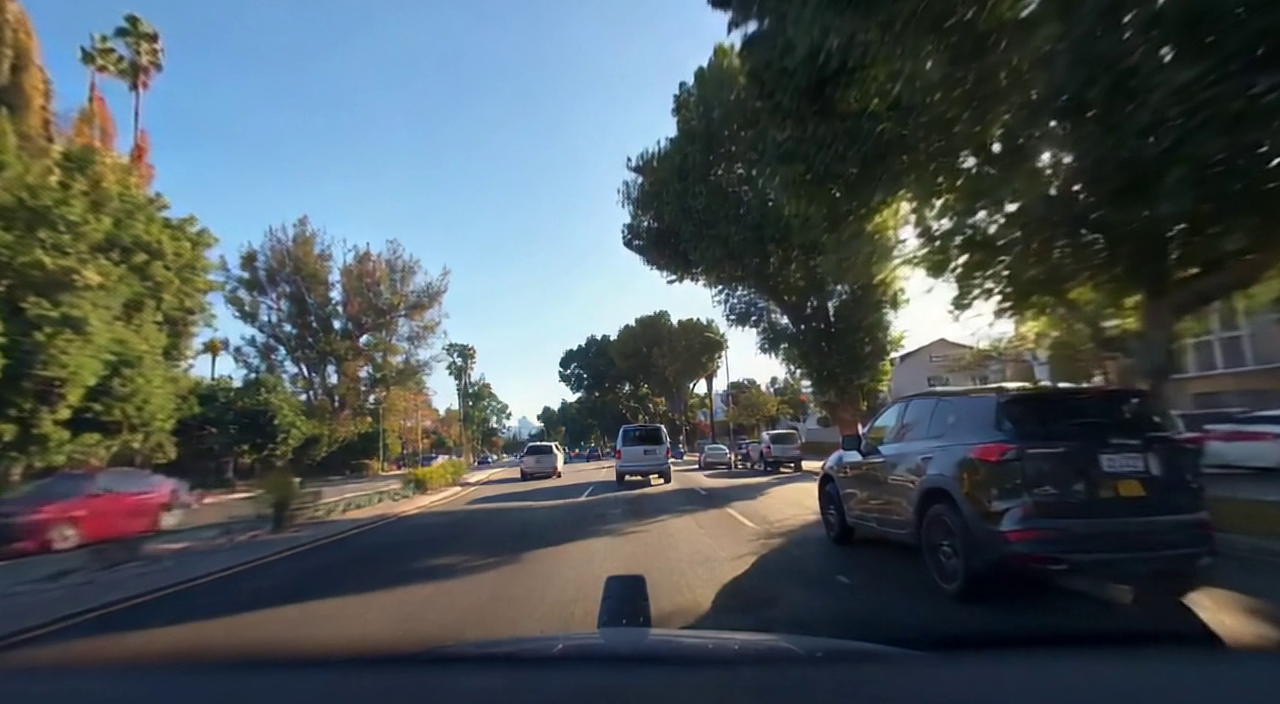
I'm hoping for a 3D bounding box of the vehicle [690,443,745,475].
[{"bbox_3d":[3.669,5.176,30.617,2.178,1.411,4.732,-1,-9,1],"label":"vehicle"}]

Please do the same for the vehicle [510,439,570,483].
[{"bbox_3d":[-4.211,4.677,27.168,2.235,1.682,4.662,0,-9,-5],"label":"vehicle"}]

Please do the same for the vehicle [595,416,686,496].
[{"bbox_3d":[-0.192,3.330,20.409,2.507,2.161,6.049,0,-9,-4],"label":"vehicle"}]

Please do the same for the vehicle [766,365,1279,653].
[{"bbox_3d":[3.463,1.464,7.215,2.576,1.815,6.267,0,-9,-1],"label":"vehicle"}]

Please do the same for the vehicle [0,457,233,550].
[{"bbox_3d":[-11.739,3.247,14.154,2.068,1.630,4.650,0,-9,-1],"label":"vehicle"}]
